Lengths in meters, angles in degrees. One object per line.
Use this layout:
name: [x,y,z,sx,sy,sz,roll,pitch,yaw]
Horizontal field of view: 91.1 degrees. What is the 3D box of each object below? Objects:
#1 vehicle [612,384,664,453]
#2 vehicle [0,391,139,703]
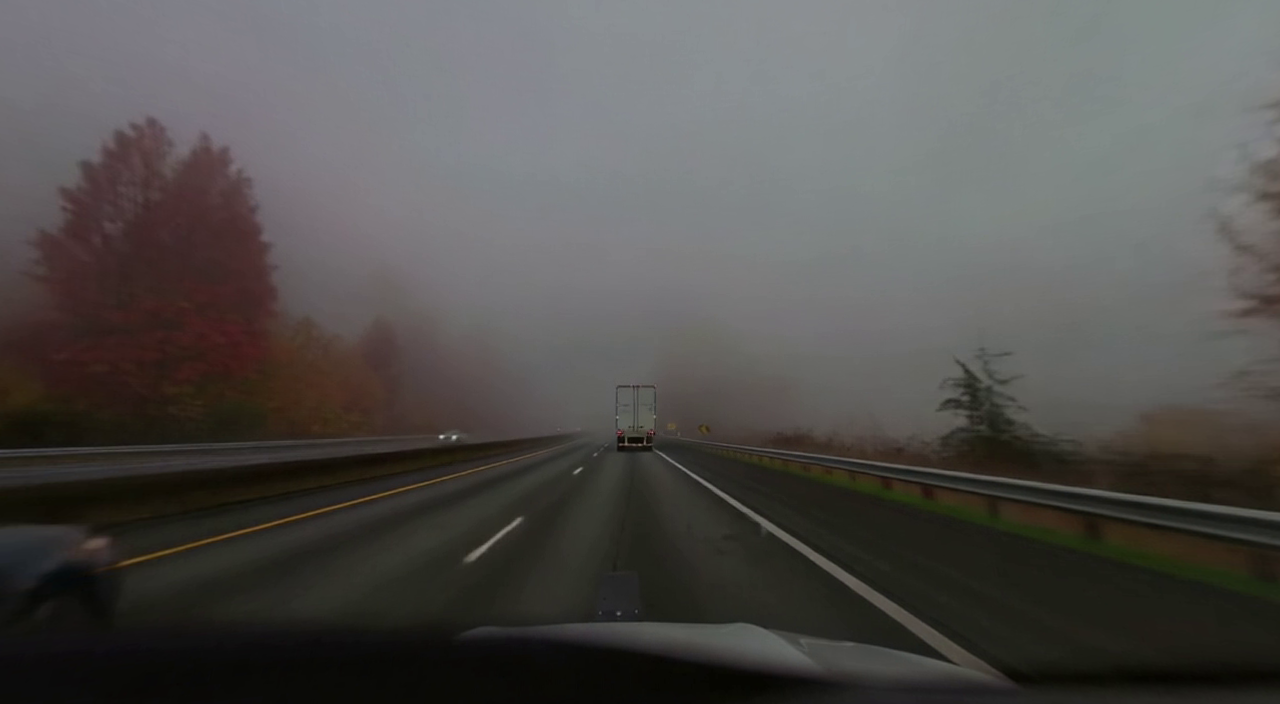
vehicle: [-0.293,4.663,42.617,3.013,4.016,11.496,0,-8,-2]
vehicle: [-3.572,0.704,0.901,2.217,1.495,4.245,0,-8,0]
